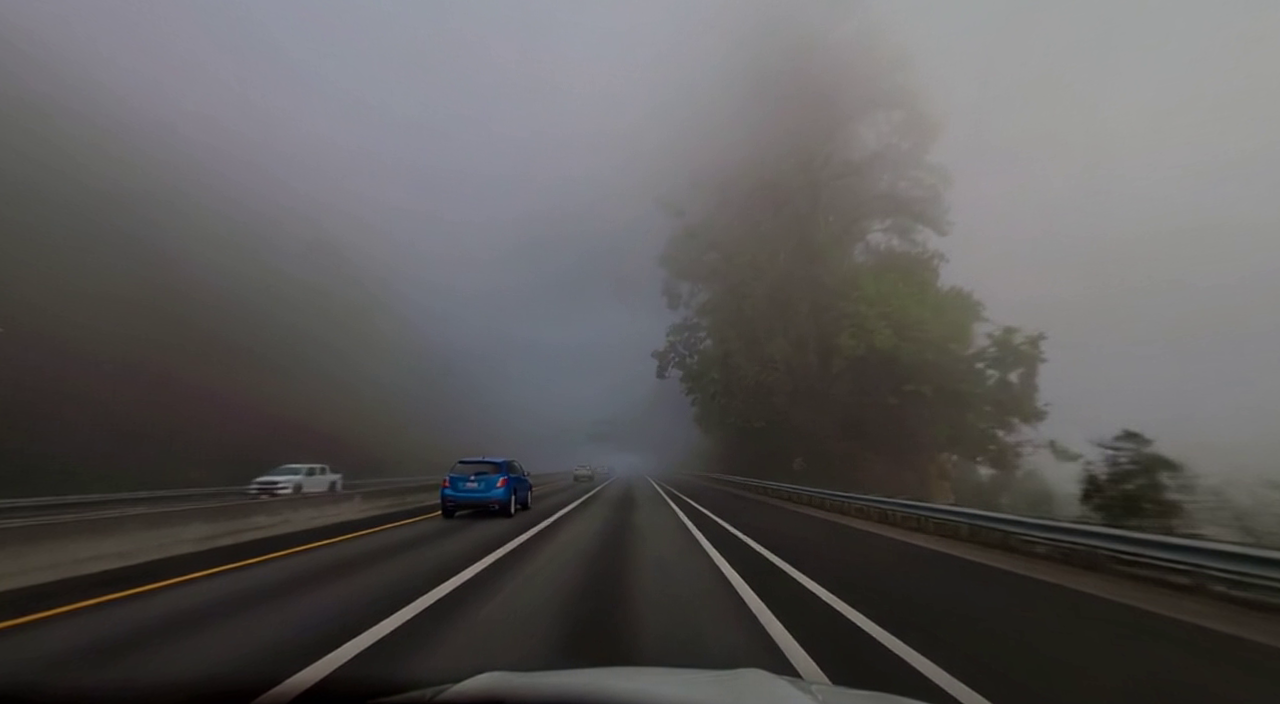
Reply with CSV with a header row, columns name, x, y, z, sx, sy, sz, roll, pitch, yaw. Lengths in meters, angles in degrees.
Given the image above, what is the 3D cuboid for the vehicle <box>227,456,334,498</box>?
name,x,y,z,sx,sy,sz,roll,pitch,yaw
vehicle,-17.537,6.148,31.098,2.082,1.847,5.317,1,-10,0

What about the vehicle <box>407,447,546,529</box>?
name,x,y,z,sx,sy,sz,roll,pitch,yaw
vehicle,-3.771,3.271,15.563,2.123,1.666,4.709,1,-10,0
